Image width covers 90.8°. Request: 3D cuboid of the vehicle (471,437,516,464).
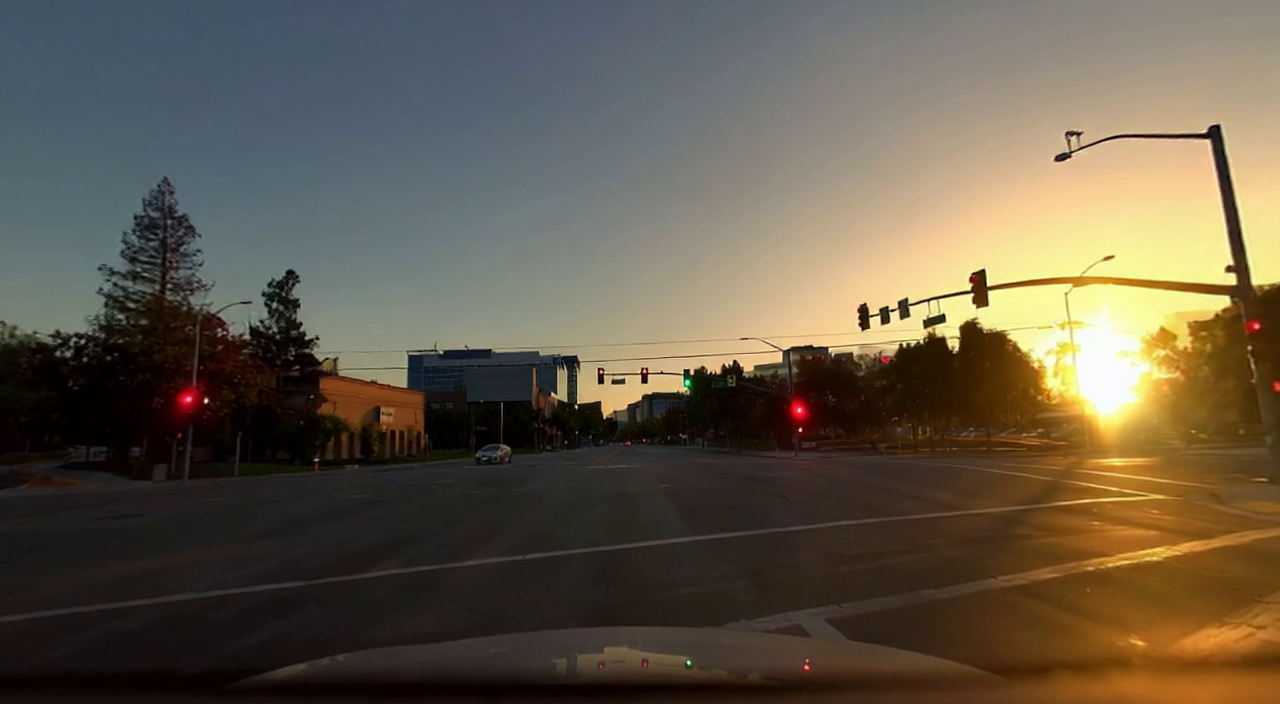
[{"bbox_3d":[-9.735,6.615,42.365,1.988,1.692,4.412,0,-8,0],"label":"vehicle"}]
